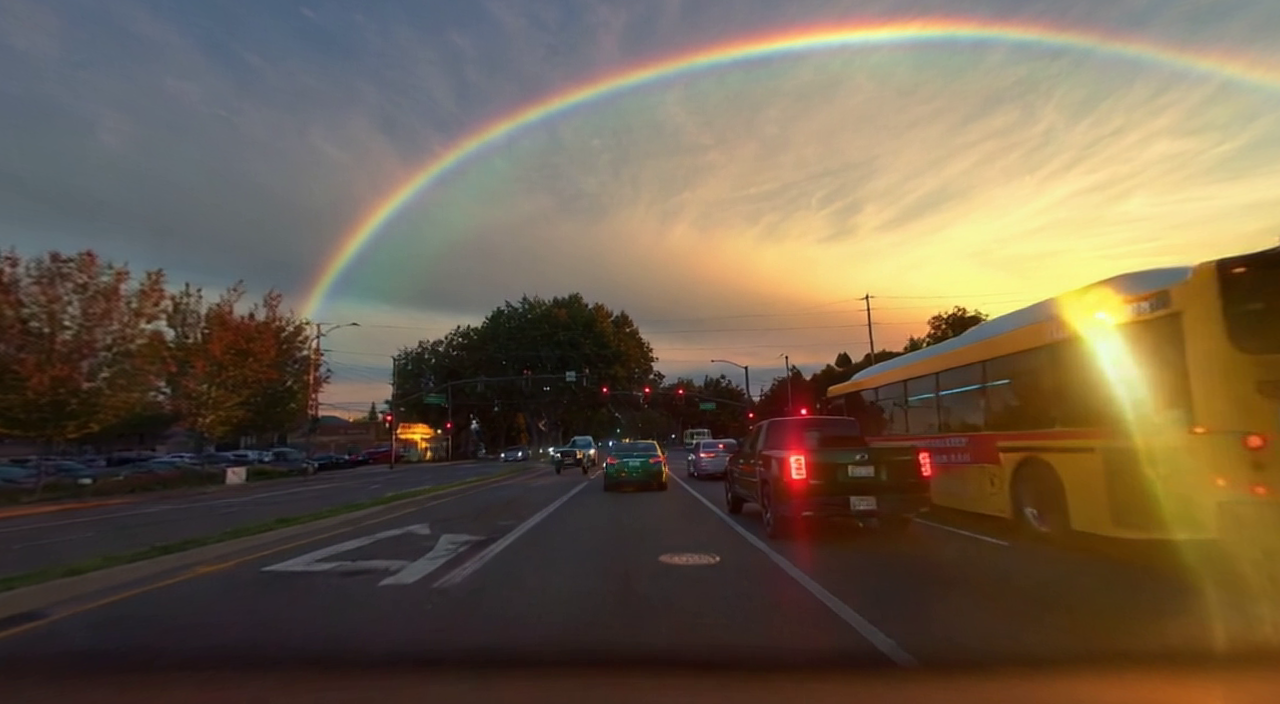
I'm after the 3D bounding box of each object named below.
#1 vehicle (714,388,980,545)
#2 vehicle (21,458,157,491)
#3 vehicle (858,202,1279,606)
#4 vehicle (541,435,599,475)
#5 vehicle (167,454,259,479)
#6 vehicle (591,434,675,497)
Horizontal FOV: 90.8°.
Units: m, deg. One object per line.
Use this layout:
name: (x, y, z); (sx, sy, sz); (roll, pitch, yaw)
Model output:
vehicle: (2.957, 1.865, 10.964); (2.490, 1.951, 5.931); (0, -8, -1)
vehicle: (-28.267, 6.270, 32.641); (4.881, 1.458, 1.914); (4, -9, -27)
vehicle: (6.413, 0.990, 9.598); (2.879, 3.318, 8.881); (0, -8, -1)
vehicle: (-3.114, 4.714, 29.155); (2.180, 1.708, 4.397); (0, -8, 0)
vehicle: (-27.829, 7.445, 41.376); (4.800, 1.461, 1.831); (5, -10, -31)
vehicle: (-0.203, 3.066, 17.418); (2.071, 1.525, 3.723); (0, -8, -1)
